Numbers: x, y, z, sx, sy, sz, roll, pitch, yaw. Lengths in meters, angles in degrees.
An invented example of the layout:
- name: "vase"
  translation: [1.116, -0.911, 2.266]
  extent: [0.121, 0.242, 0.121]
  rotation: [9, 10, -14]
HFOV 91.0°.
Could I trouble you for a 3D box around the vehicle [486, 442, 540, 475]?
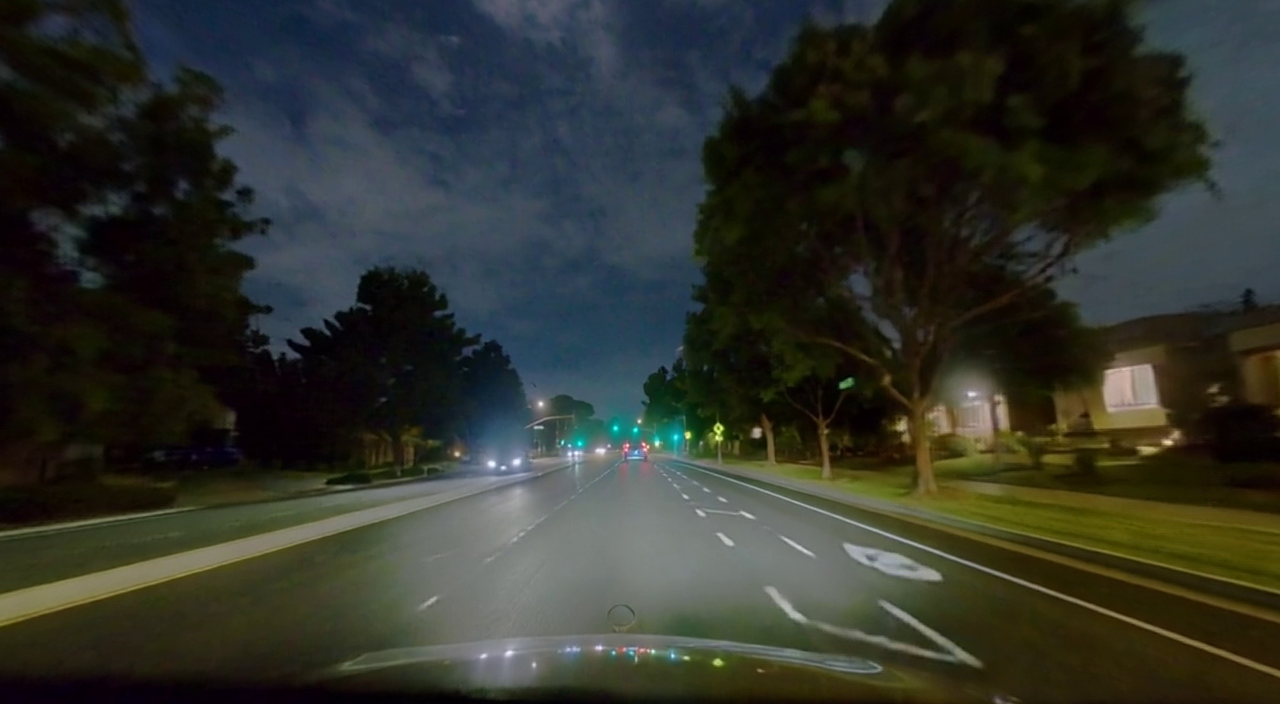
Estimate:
- name: "vehicle"
  translation: [-7.242, 6.080, 36.218]
  extent: [2.165, 1.785, 4.222]
  rotation: [0, -8, 1]
